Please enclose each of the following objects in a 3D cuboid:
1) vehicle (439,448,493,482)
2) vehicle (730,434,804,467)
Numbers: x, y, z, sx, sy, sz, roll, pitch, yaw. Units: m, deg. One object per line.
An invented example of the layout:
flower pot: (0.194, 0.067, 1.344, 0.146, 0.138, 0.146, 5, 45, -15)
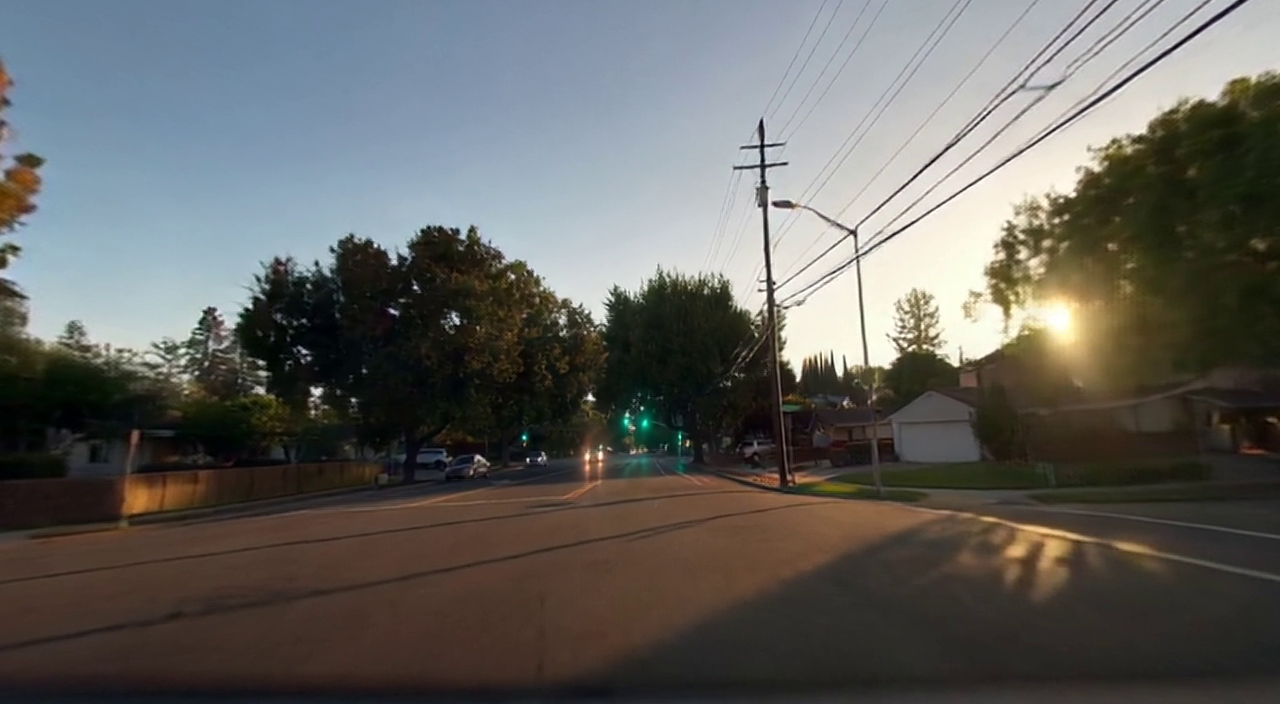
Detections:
vehicle: (-10.999, 7.137, 40.306, 2.024, 1.795, 5.054, -6, -9, -2)
vehicle: (9.941, 7.645, 49.353, 5.565, 2.036, 1.907, -1, -5, -26)
